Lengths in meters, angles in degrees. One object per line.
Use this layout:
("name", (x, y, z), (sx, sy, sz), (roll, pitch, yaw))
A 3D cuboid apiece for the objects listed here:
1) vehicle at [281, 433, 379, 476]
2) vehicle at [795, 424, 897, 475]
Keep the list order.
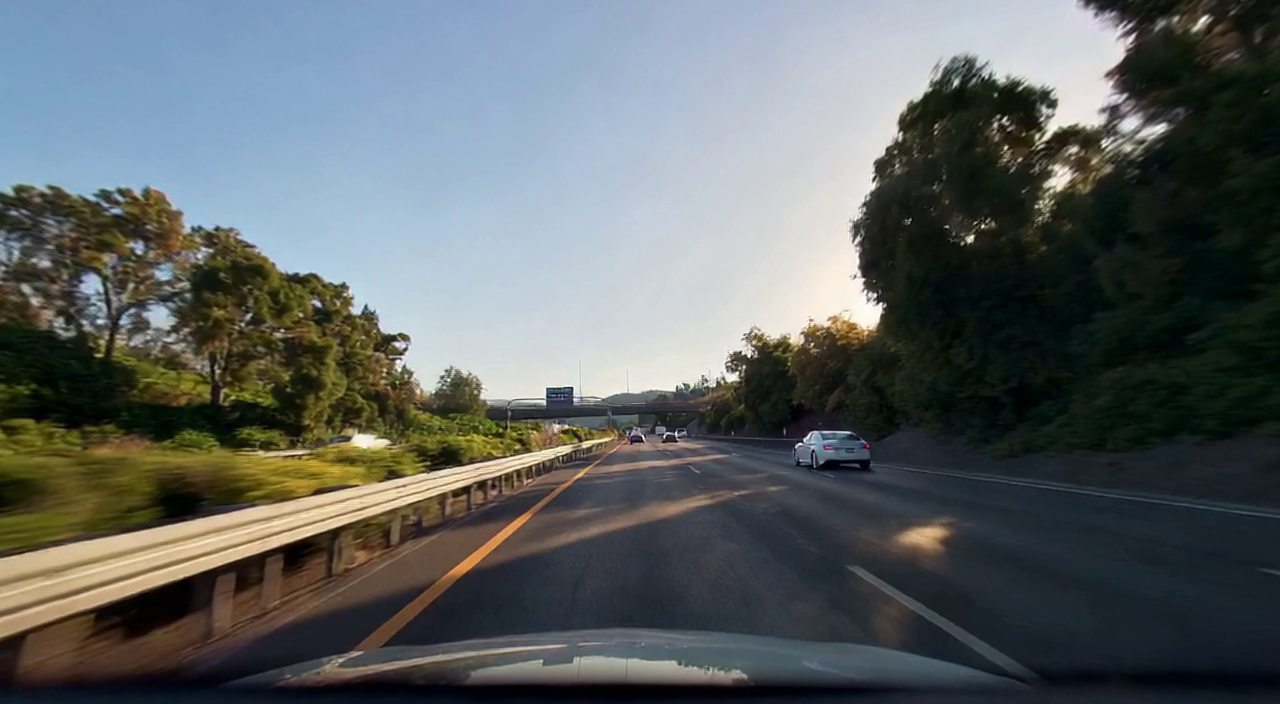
("vehicle", (-12.841, 4.253, 26.467), (1.932, 1.630, 4.386), (0, -8, -1))
("vehicle", (6.991, 3.334, 21.865), (1.940, 1.578, 4.122), (0, -8, -3))
